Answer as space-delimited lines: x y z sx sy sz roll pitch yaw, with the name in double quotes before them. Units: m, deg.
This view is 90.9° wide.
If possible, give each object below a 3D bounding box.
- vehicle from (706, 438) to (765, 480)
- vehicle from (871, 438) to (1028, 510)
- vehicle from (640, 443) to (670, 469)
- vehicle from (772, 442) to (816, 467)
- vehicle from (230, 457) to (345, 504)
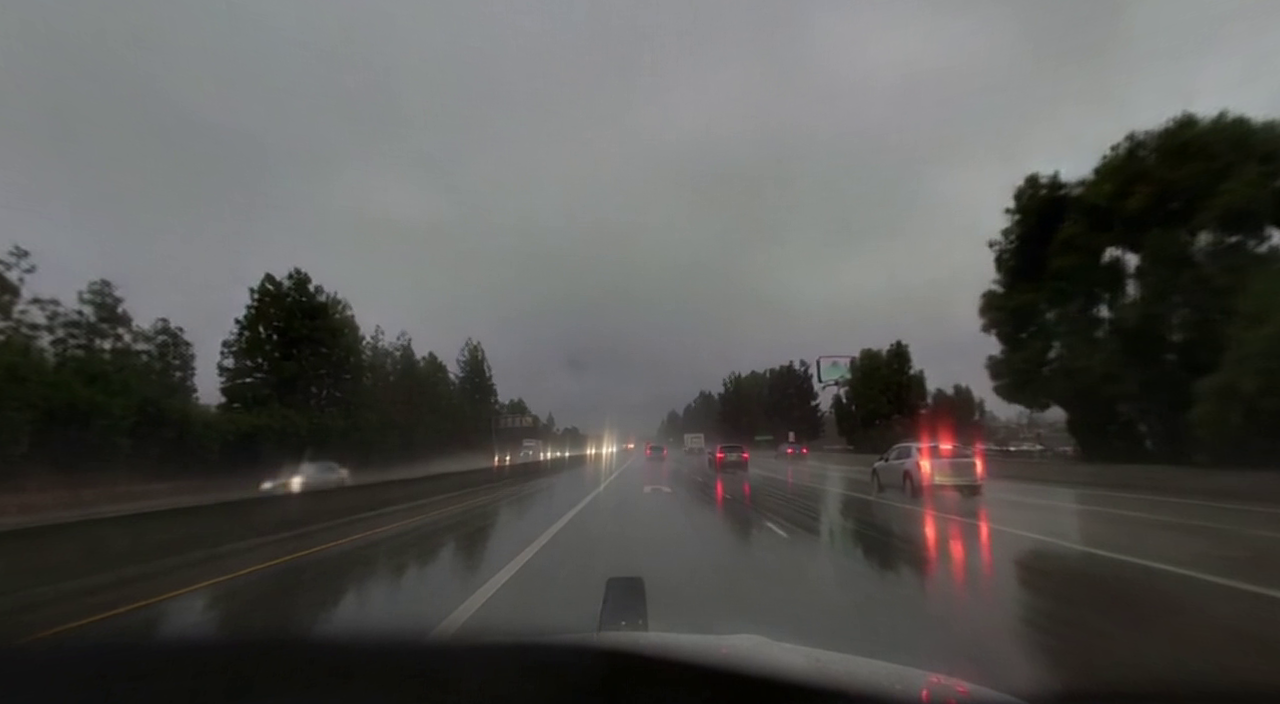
"vehicle" 4.526 5.149 30.639 2.075 1.845 4.667 0 -8 -1
"vehicle" 7.615 3.005 16.103 1.807 1.558 4.352 0 -8 0
"vehicle" 1.043 7.731 47.233 2.145 1.832 4.004 0 -8 0
"vehicle" 11.519 7.663 47.465 2.028 1.801 4.503 0 -8 -1
"vehicle" -13.903 5.058 25.256 1.890 1.559 4.509 -1 -8 2
